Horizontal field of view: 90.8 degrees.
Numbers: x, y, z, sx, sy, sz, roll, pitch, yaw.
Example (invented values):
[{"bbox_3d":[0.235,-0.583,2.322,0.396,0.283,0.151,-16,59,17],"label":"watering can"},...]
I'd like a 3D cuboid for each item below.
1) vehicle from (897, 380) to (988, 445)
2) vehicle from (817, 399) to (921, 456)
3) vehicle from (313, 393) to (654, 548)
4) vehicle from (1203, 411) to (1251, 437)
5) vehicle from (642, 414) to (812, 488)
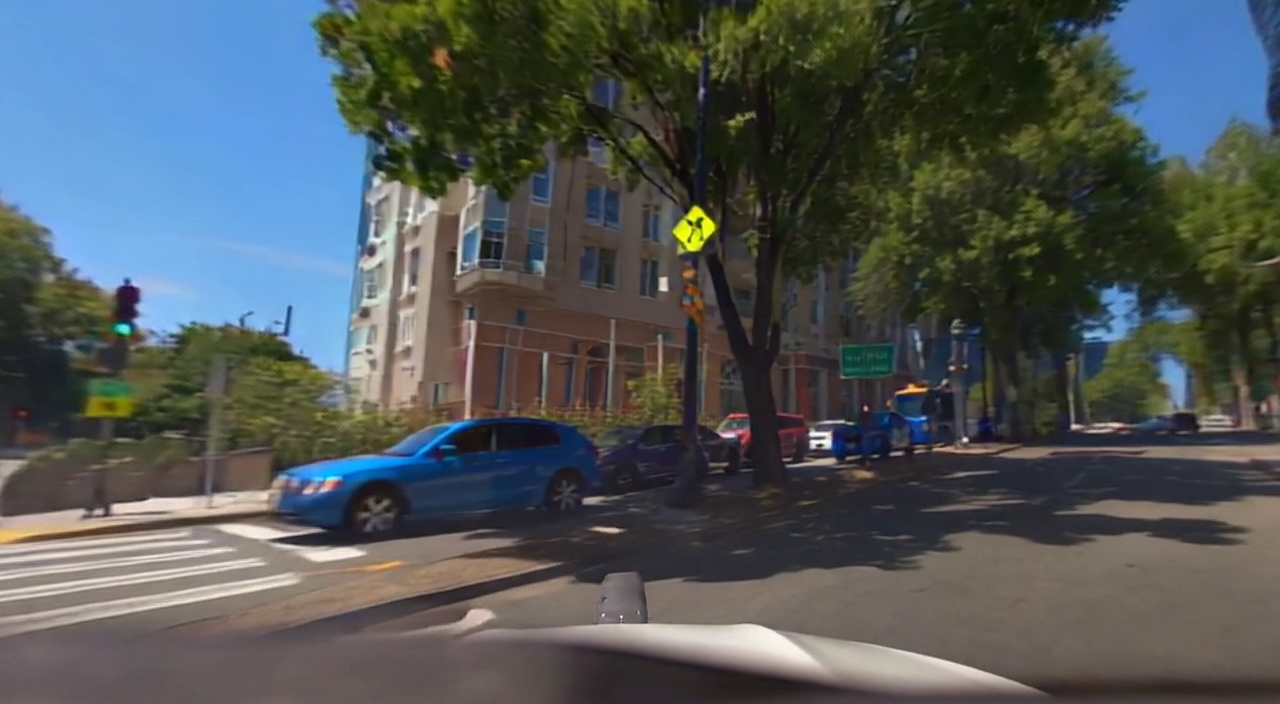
[{"bbox_3d":[14.086,2.939,29.228,2.268,2.708,5.699,-7,-11,39],"label":"vehicle"},{"bbox_3d":[8.404,2.816,22.929,1.988,1.855,4.599,-8,-11,40],"label":"vehicle"},{"bbox_3d":[-2.104,1.759,9.911,2.053,1.798,4.841,-8,-11,40],"label":"vehicle"},{"bbox_3d":[39.302,4.888,42.408,1.888,1.536,4.381,-7,-11,38],"label":"vehicle"},{"bbox_3d":[2.245,2.381,15.259,1.826,1.488,4.628,-8,-11,39],"label":"vehicle"}]
